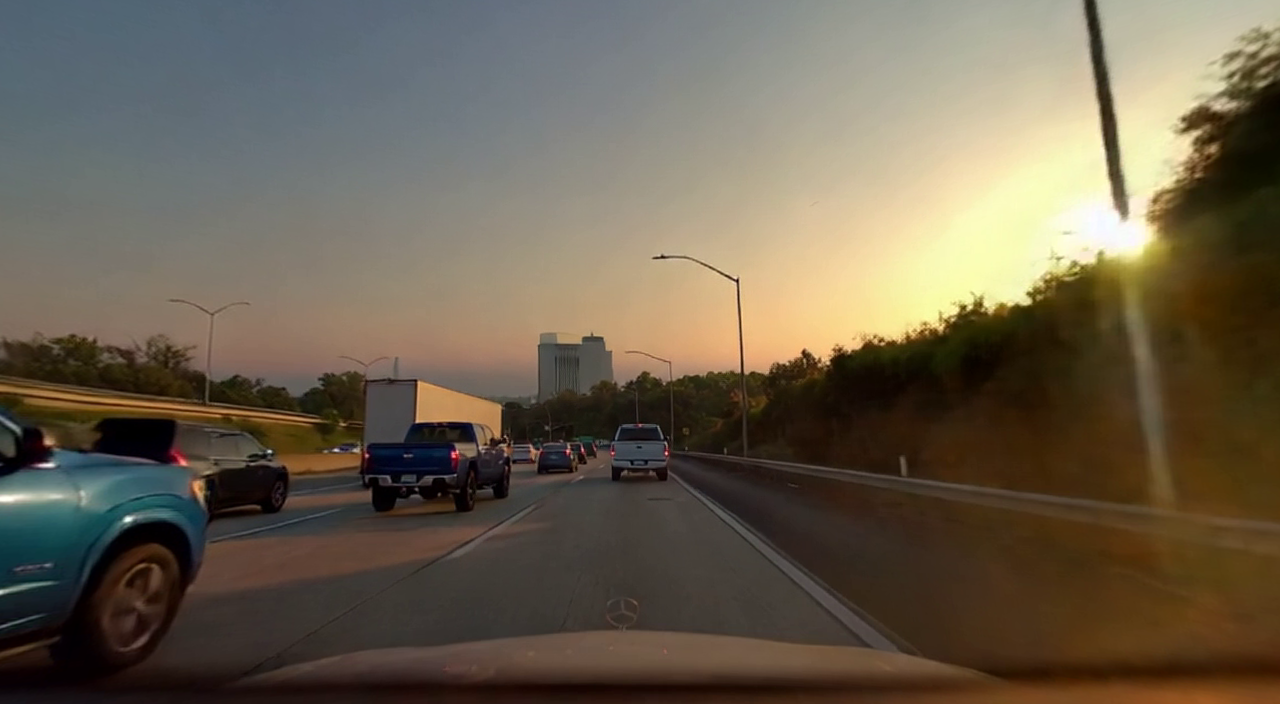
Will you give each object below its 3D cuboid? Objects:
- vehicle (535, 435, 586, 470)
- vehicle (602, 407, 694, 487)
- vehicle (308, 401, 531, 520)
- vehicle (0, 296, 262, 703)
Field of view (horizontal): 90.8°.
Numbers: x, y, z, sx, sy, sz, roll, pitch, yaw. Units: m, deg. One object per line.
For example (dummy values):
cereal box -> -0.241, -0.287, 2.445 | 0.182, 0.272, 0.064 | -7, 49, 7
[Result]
vehicle -> -4.594, 5.897, 37.325 | 2.329, 1.859, 4.823 | -1, -8, 1
vehicle -> 0.127, 3.540, 23.804 | 2.886, 2.471, 7.692 | 0, -8, -2
vehicle -> -4.181, 2.224, 13.455 | 2.575, 1.958, 5.730 | -1, -8, 1
vehicle -> -3.553, 0.581, 1.351 | 2.303, 1.835, 5.044 | -1, -8, 1
